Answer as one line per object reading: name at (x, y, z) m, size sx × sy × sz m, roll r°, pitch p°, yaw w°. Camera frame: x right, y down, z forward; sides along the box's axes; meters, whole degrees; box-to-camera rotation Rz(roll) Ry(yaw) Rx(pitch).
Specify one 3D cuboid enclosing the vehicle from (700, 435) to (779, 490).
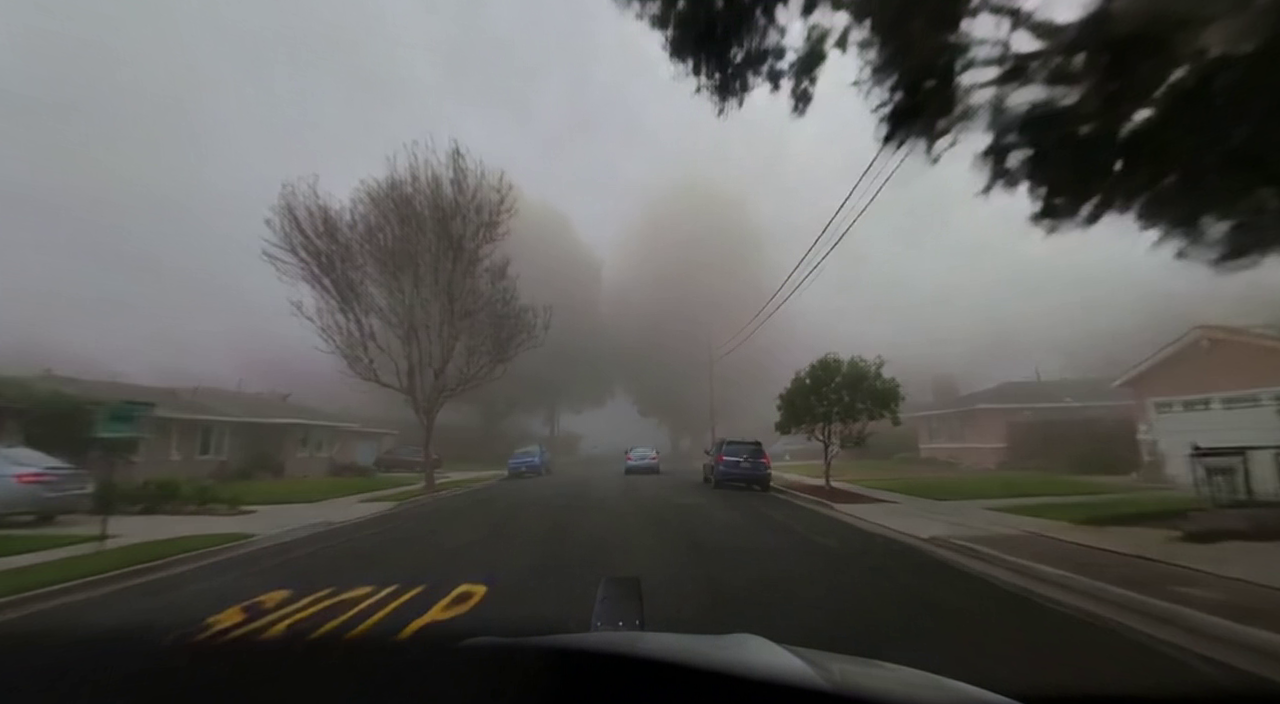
vehicle at (3.253, 3.712, 21.531) m, size 1.978 × 1.690 × 4.306 m, roll 0°, pitch -9°, yaw 0°

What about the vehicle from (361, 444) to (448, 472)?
vehicle at (-13.252, 5.953, 35.724) m, size 4.129 × 1.523 × 1.839 m, roll 0°, pitch -9°, yaw 1°

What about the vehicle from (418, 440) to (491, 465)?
vehicle at (-13.486, 7.319, 46.137) m, size 4.765 × 1.791 × 1.941 m, roll 0°, pitch -9°, yaw -1°

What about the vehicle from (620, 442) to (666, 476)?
vehicle at (0.140, 4.942, 29.327) m, size 2.000 × 1.449 × 4.006 m, roll 0°, pitch -9°, yaw 0°

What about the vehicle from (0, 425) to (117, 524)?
vehicle at (-13.387, 2.361, 12.448) m, size 4.253 × 1.772 × 1.980 m, roll 0°, pitch -9°, yaw -3°

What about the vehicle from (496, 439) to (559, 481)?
vehicle at (-5.480, 5.280, 31.296) m, size 2.126 × 1.816 × 4.796 m, roll -3°, pitch -8°, yaw 1°
